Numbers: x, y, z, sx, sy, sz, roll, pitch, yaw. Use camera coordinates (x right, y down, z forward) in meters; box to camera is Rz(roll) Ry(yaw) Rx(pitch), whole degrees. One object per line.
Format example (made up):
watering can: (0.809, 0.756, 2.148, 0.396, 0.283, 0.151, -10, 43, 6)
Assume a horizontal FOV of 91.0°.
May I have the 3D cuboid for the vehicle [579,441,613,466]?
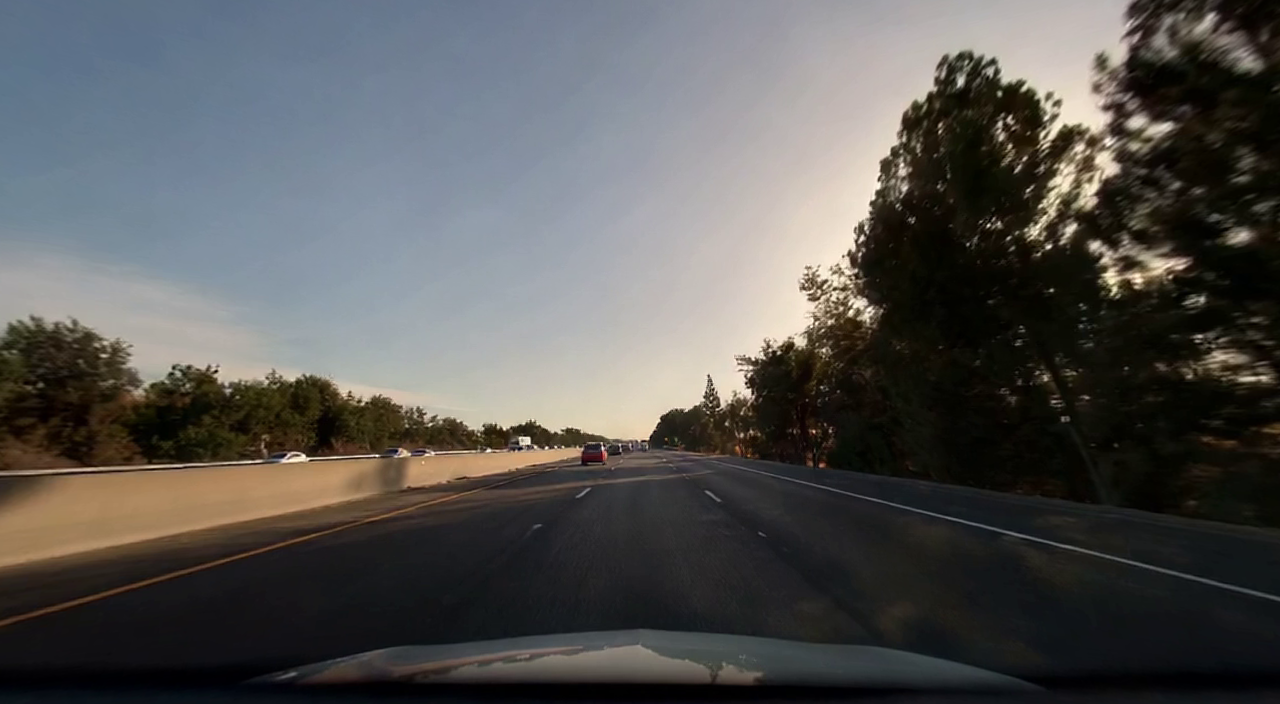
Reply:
vehicle: (-3.201, 7.512, 46.770, 2.166, 1.723, 4.267, 0, -9, 1)
